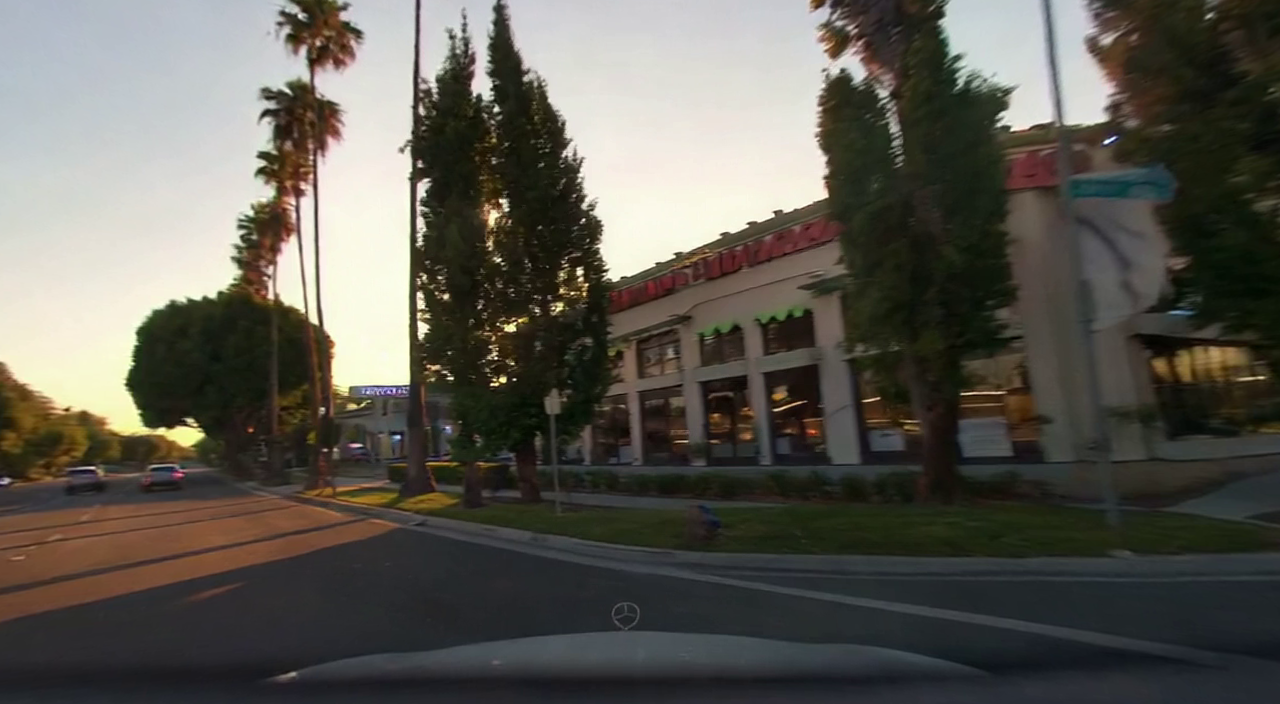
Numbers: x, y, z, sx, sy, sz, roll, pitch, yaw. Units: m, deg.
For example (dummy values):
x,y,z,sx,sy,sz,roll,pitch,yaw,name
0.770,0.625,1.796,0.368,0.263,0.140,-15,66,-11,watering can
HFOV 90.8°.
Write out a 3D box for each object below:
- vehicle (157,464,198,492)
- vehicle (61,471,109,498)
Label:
x,y,z,sx,sy,sz,roll,pitch,yaw,name
-32.640,8.812,44.558,2.018,1.719,4.369,6,-11,-38,vehicle
-37.165,8.843,42.395,1.976,1.524,4.385,6,-10,-37,vehicle
